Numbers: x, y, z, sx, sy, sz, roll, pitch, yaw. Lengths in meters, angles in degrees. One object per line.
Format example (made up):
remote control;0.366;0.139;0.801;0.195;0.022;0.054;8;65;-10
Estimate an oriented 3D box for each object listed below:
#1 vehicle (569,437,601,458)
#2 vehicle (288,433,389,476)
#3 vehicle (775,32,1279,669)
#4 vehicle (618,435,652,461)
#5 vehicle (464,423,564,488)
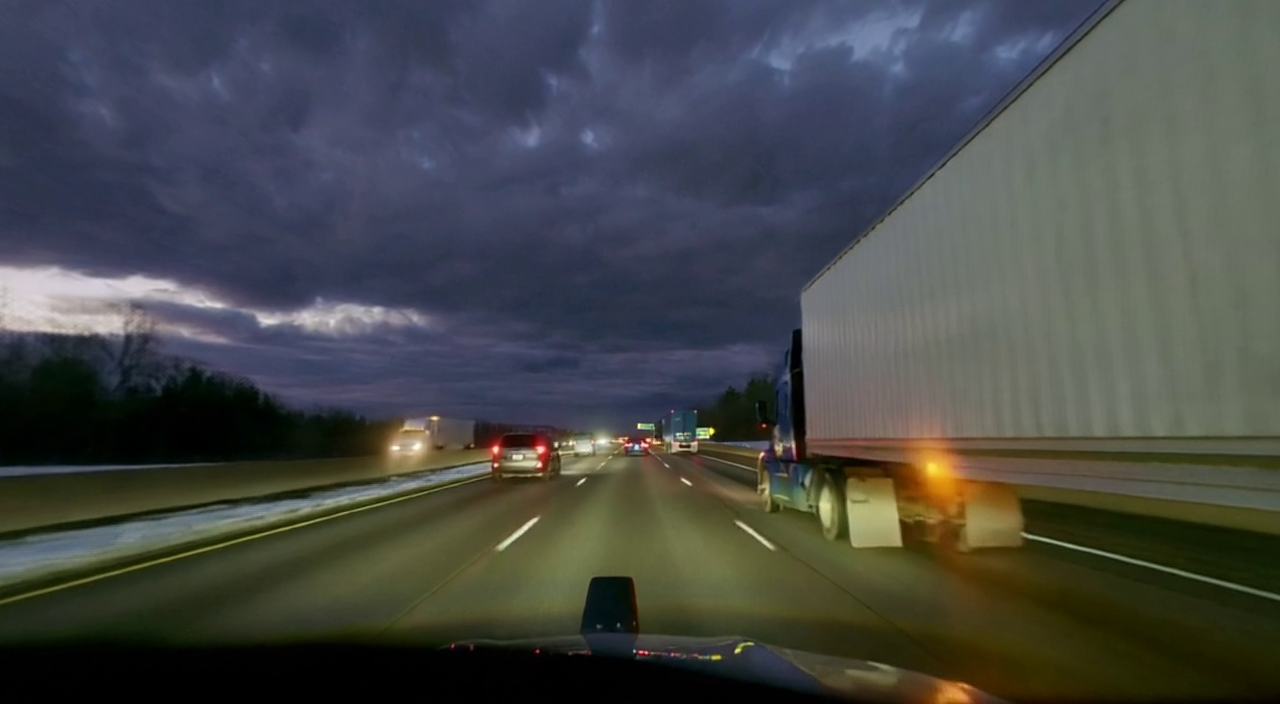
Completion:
vehicle;-4.045;7.098;47.010;2.021;1.514;4.190;0;-8;0
vehicle;-12.046;4.083;25.475;1.916;1.568;4.418;0;-8;0
vehicle;3.692;0.274;6.656;3.009;3.673;6.099;1;-7;-1
vehicle;-0.369;6.206;40.978;2.088;1.567;4.240;0;-8;-2
vehicle;-3.544;3.006;18.632;2.054;1.671;4.445;0;-8;0
